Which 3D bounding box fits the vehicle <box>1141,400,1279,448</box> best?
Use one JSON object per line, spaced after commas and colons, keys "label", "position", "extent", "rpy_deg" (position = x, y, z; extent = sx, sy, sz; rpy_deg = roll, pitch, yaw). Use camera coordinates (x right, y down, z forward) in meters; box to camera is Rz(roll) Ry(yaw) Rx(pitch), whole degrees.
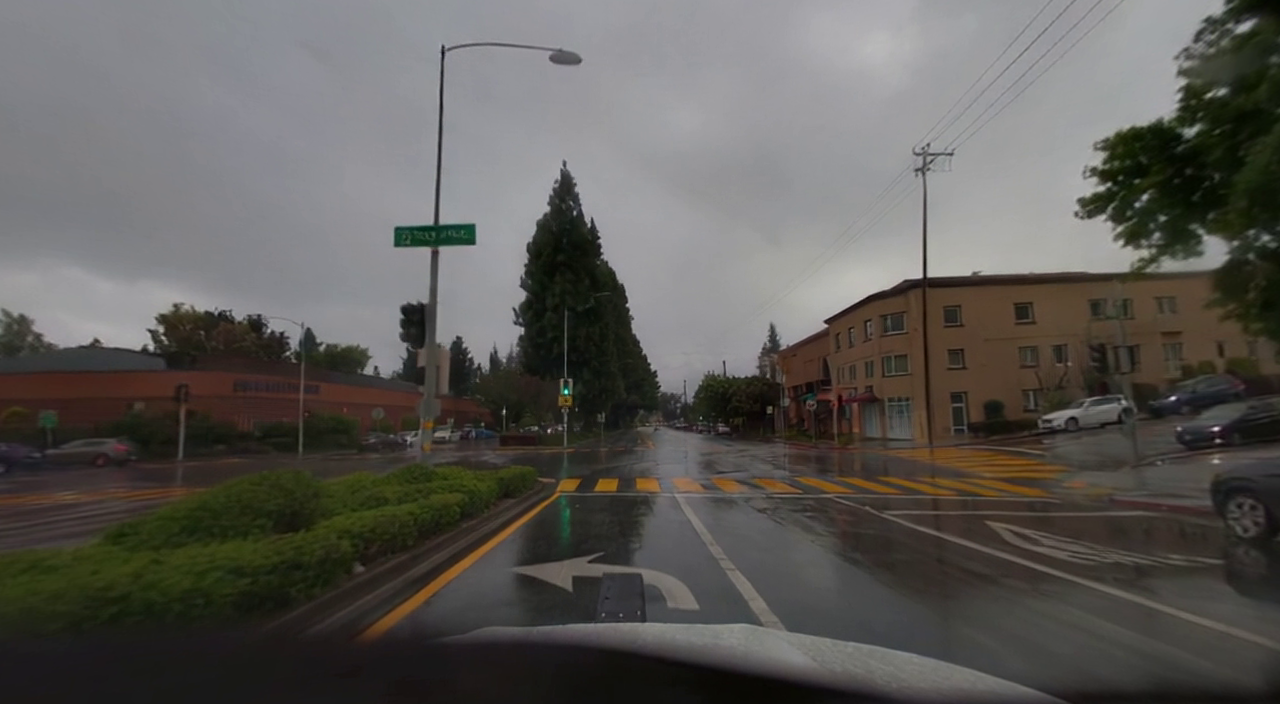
{"label": "vehicle", "position": [19.678, 2.419, 21.041], "extent": [4.341, 1.481, 1.837], "rpy_deg": [0, -9, -1]}

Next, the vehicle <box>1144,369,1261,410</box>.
{"label": "vehicle", "position": [27.903, 1.851, 31.438], "extent": [3.978, 1.843, 1.874], "rpy_deg": [-2, -2, 1]}

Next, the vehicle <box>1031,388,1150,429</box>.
{"label": "vehicle", "position": [22.164, 2.765, 31.190], "extent": [4.531, 1.753, 1.964], "rpy_deg": [-2, -2, -5]}

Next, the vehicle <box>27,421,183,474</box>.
{"label": "vehicle", "position": [-25.797, 4.618, 30.635], "extent": [5.319, 2.388, 2.288], "rpy_deg": [0, -9, -1]}

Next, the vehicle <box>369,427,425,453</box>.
{"label": "vehicle", "position": [-18.562, 6.762, 48.520], "extent": [2.225, 1.871, 5.189], "rpy_deg": [0, -9, -1]}
